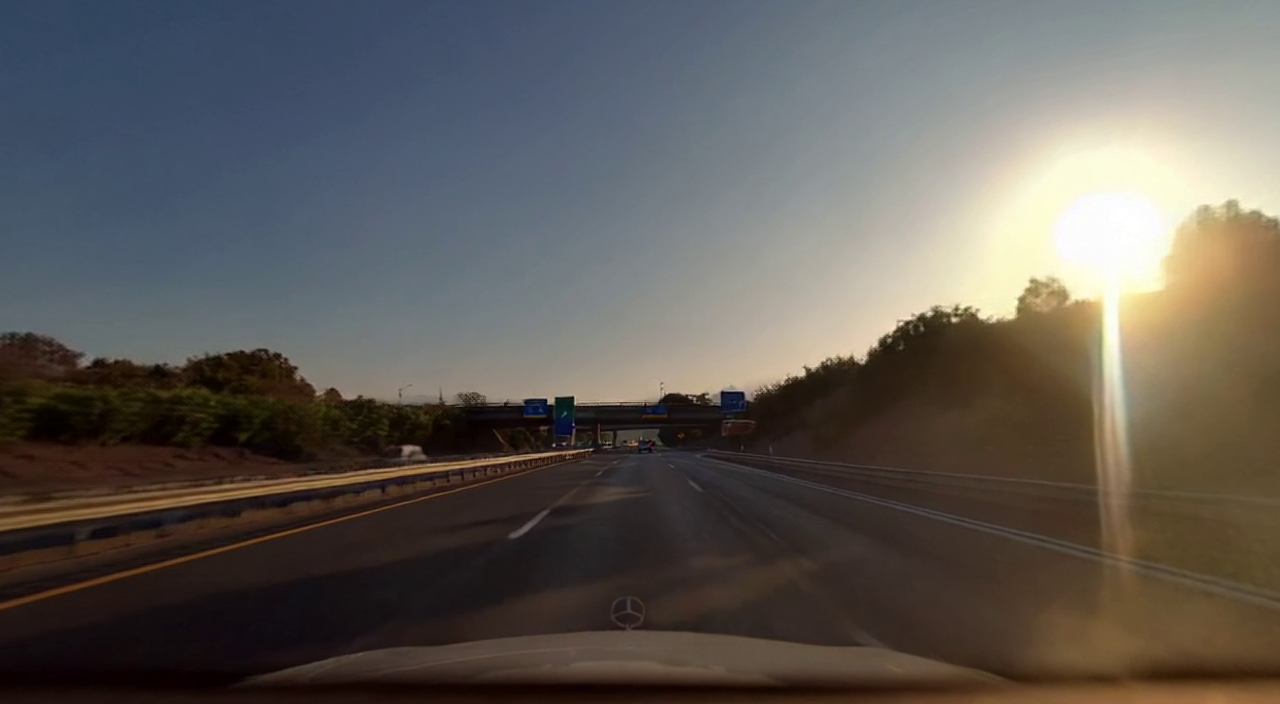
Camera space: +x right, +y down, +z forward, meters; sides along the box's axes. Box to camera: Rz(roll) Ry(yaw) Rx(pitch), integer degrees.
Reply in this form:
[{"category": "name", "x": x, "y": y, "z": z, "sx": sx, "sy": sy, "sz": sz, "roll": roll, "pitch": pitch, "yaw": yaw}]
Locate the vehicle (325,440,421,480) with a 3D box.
[{"category": "vehicle", "x": -11.247, "y": 4.571, "z": 26.898, "sx": 1.954, "sy": 1.537, "sz": 4.693, "roll": 0, "pitch": -8, "yaw": 1}]
